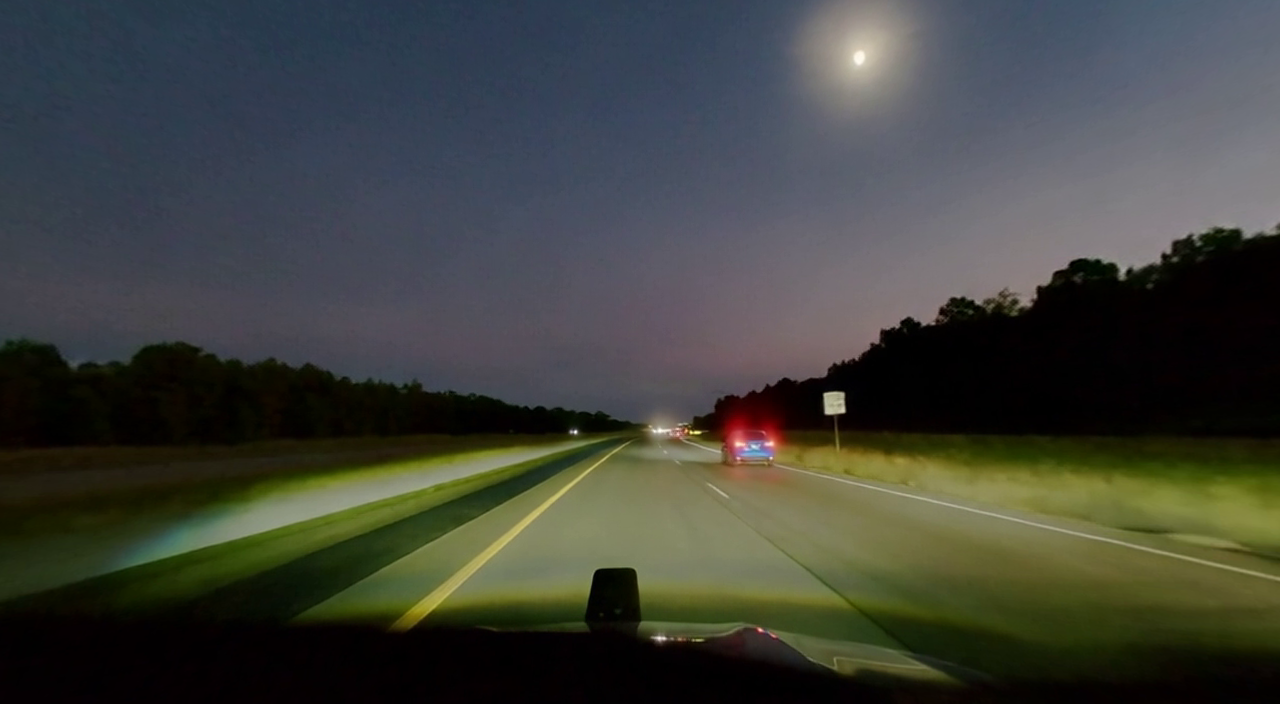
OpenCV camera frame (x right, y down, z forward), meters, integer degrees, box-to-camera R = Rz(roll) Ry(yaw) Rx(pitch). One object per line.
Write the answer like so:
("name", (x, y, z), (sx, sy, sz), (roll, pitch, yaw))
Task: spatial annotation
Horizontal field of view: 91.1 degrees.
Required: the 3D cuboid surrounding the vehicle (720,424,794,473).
("vehicle", (3.925, 3.288, 21.676), (1.765, 1.510, 3.762), (0, -8, -1))
